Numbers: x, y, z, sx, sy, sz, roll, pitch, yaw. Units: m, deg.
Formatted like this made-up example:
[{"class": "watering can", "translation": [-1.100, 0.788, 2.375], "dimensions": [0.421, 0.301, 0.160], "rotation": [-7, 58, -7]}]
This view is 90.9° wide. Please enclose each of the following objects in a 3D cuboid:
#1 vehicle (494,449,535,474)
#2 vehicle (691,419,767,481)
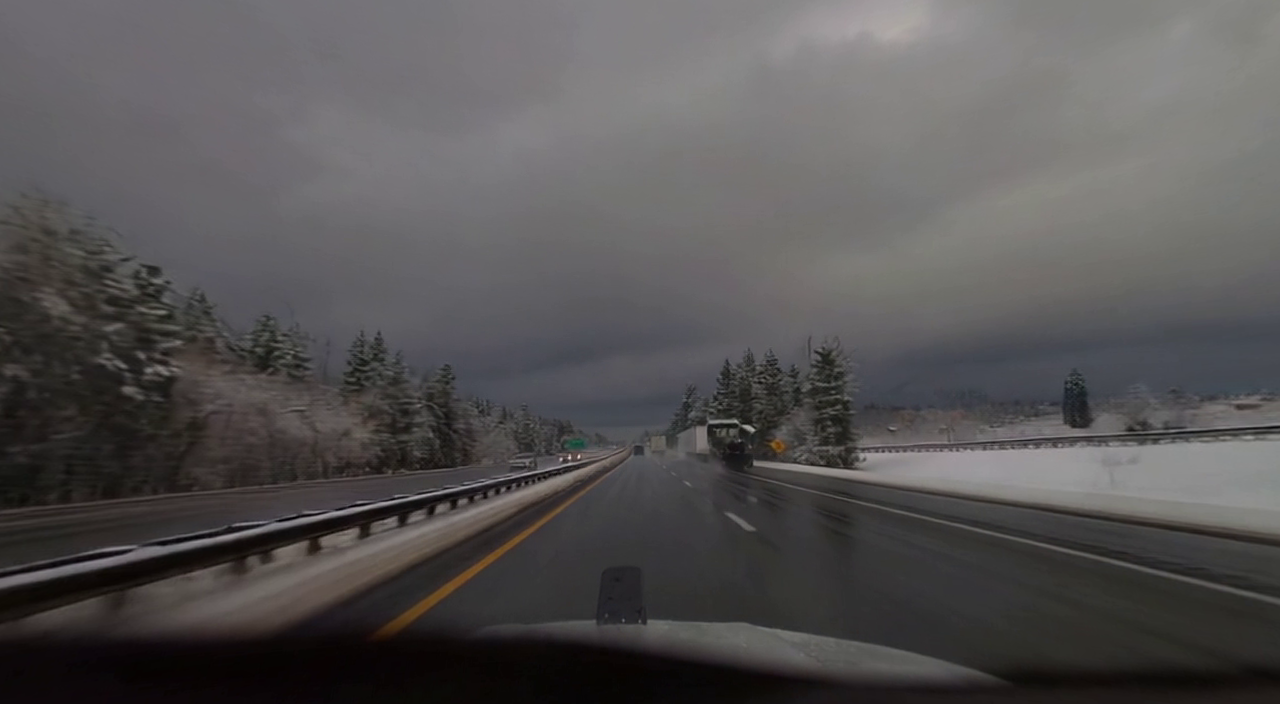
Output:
[{"class": "vehicle", "translation": [-8.636, 7.566, 43.839], "dimensions": [1.954, 1.611, 4.433], "rotation": [0, -9, 0]}, {"class": "vehicle", "translation": [3.931, 4.523, 29.041], "dimensions": [2.472, 2.562, 5.594], "rotation": [0, -9, -2]}]
